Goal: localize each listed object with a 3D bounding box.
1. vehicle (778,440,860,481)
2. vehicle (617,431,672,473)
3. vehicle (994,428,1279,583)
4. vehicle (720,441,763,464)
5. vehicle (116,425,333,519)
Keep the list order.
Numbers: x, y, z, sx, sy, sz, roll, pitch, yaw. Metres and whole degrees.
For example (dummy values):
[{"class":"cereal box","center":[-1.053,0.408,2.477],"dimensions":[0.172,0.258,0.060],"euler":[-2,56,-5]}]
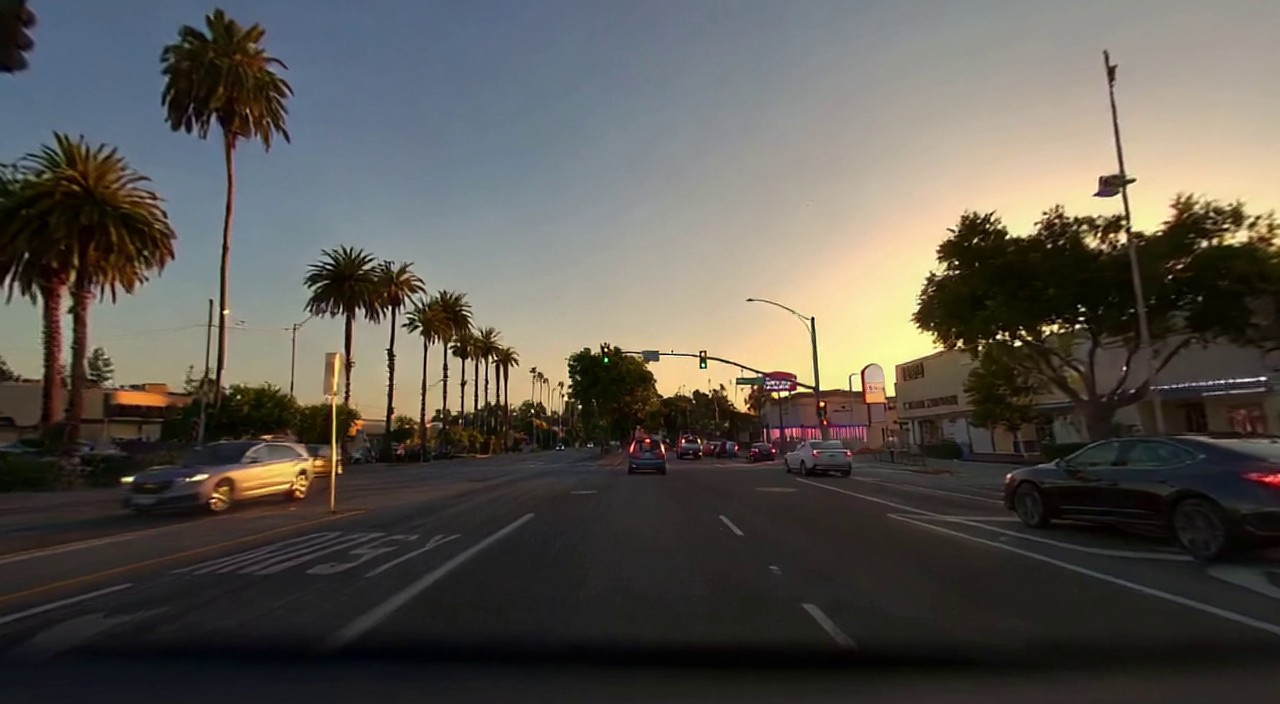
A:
[{"class":"vehicle","center":[6.981,4.264,25.150],"dimensions":[1.902,1.461,4.428],"euler":[0,-9,-1]},{"class":"vehicle","center":[0.162,4.796,30.401],"dimensions":[2.428,1.816,4.959],"euler":[0,-9,-1]},{"class":"vehicle","center":[7.171,1.818,8.329],"dimensions":[2.076,1.483,4.963],"euler":[0,-9,-1]},{"class":"vehicle","center":[7.001,7.004,44.129],"dimensions":[2.038,1.476,5.032],"euler":[0,-9,-1]},{"class":"vehicle","center":[-9.602,2.801,15.244],"dimensions":[2.182,1.774,4.691],"euler":[-3,-8,-2]}]
